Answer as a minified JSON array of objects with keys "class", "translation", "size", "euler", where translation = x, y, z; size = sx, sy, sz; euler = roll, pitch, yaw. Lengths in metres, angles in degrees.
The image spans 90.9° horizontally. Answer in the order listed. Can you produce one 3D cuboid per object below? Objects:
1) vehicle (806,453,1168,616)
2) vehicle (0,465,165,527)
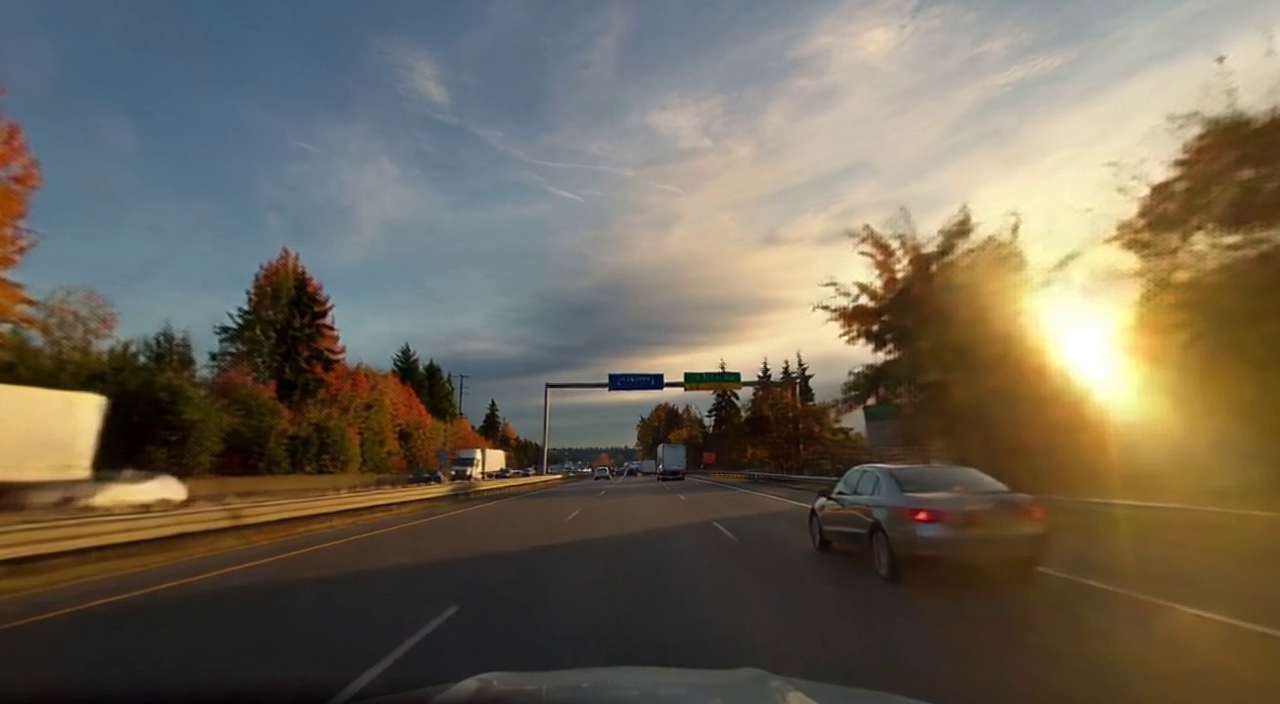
[{"class":"vehicle","translation":[3.844,2.129,8.202],"size":[2.051,1.472,4.547],"euler":[1,-10,-1]},{"class":"vehicle","translation":[-15.826,3.904,17.484],"size":[1.780,1.452,4.497],"euler":[1,-10,-1]}]
